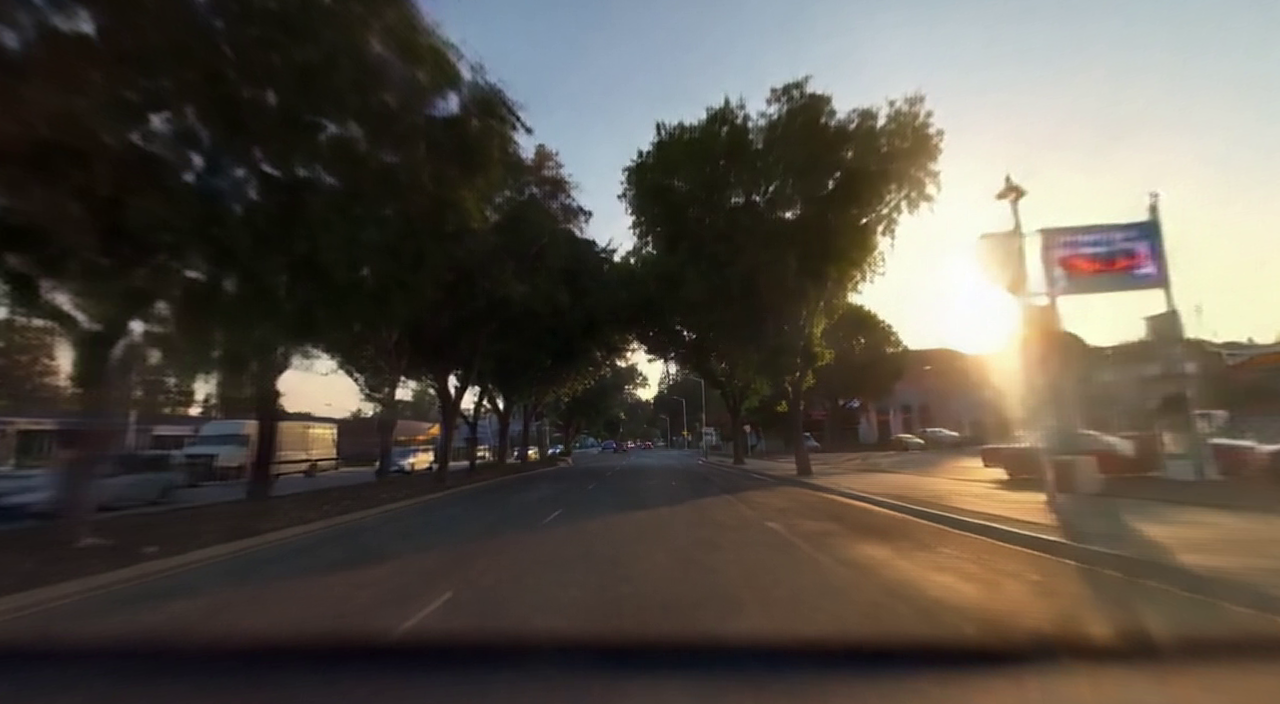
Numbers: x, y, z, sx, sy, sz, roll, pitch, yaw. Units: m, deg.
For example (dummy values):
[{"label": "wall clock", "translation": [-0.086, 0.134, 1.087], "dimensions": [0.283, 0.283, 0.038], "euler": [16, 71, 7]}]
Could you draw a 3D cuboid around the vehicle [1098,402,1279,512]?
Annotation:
[{"label": "vehicle", "translation": [12.483, 1.996, 12.607], "dimensions": [4.882, 1.927, 2.029], "euler": [-3, -8, 2]}]

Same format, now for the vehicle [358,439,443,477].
[{"label": "vehicle", "translation": [-11.174, 4.976, 29.814], "dimensions": [2.078, 1.656, 4.624], "euler": [0, -9, 1]}]

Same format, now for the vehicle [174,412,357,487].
[{"label": "vehicle", "translation": [-18.949, 5.092, 33.182], "dimensions": [2.958, 3.304, 10.523], "euler": [0, -9, 1]}]

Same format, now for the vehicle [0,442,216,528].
[{"label": "vehicle", "translation": [-11.531, 2.699, 13.438], "dimensions": [1.860, 1.495, 4.409], "euler": [0, -9, 1]}]
